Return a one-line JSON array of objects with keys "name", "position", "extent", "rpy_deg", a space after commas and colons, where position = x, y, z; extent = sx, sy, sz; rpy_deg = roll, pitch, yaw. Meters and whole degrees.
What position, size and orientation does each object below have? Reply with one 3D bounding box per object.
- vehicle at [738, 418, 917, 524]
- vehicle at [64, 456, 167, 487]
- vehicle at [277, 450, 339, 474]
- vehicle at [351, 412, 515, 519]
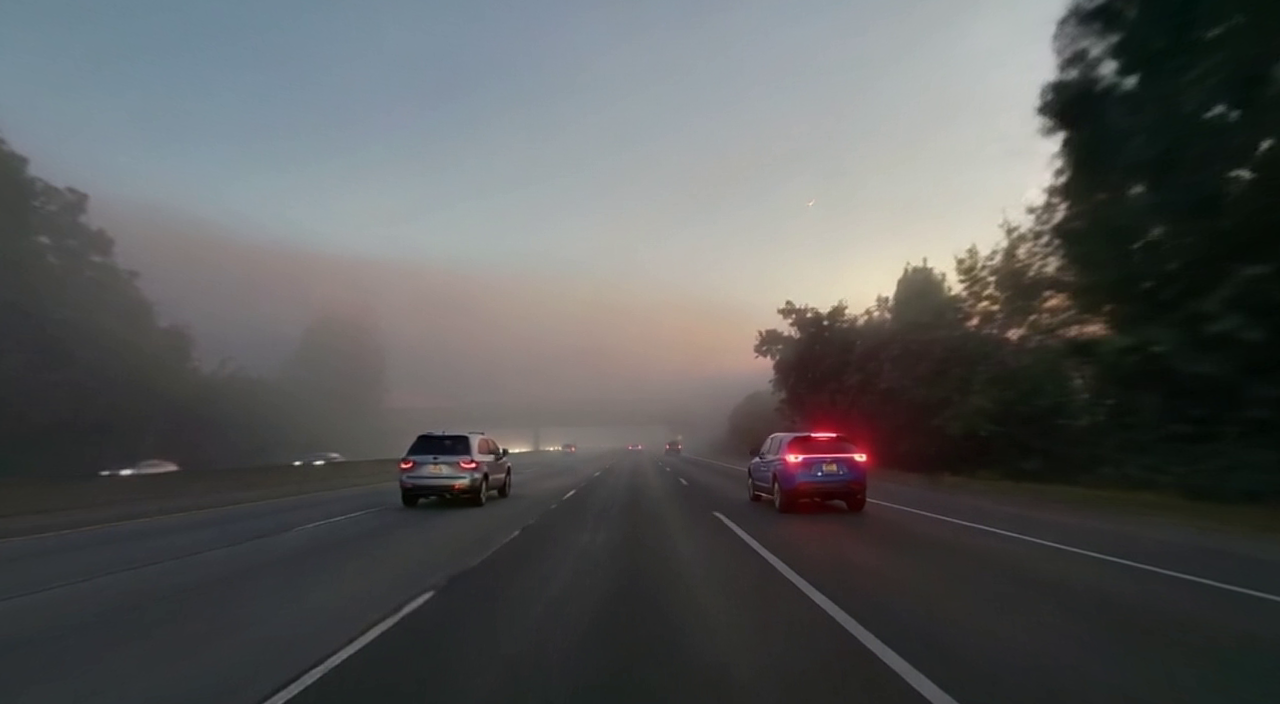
[{"name": "vehicle", "position": [3.515, 2.353, 12.961], "extent": [2.185, 1.749, 4.477], "rpy_deg": [0, -9, -1]}, {"name": "vehicle", "position": [-33.536, 7.619, 40.664], "extent": [2.030, 1.784, 5.303], "rpy_deg": [-1, -9, 0]}, {"name": "vehicle", "position": [-22.800, 7.548, 43.598], "extent": [1.832, 1.519, 4.577], "rpy_deg": [0, -9, -1]}, {"name": "vehicle", "position": [-4.170, 2.389, 13.705], "extent": [2.018, 1.872, 4.728], "rpy_deg": [0, -9, -1]}]
